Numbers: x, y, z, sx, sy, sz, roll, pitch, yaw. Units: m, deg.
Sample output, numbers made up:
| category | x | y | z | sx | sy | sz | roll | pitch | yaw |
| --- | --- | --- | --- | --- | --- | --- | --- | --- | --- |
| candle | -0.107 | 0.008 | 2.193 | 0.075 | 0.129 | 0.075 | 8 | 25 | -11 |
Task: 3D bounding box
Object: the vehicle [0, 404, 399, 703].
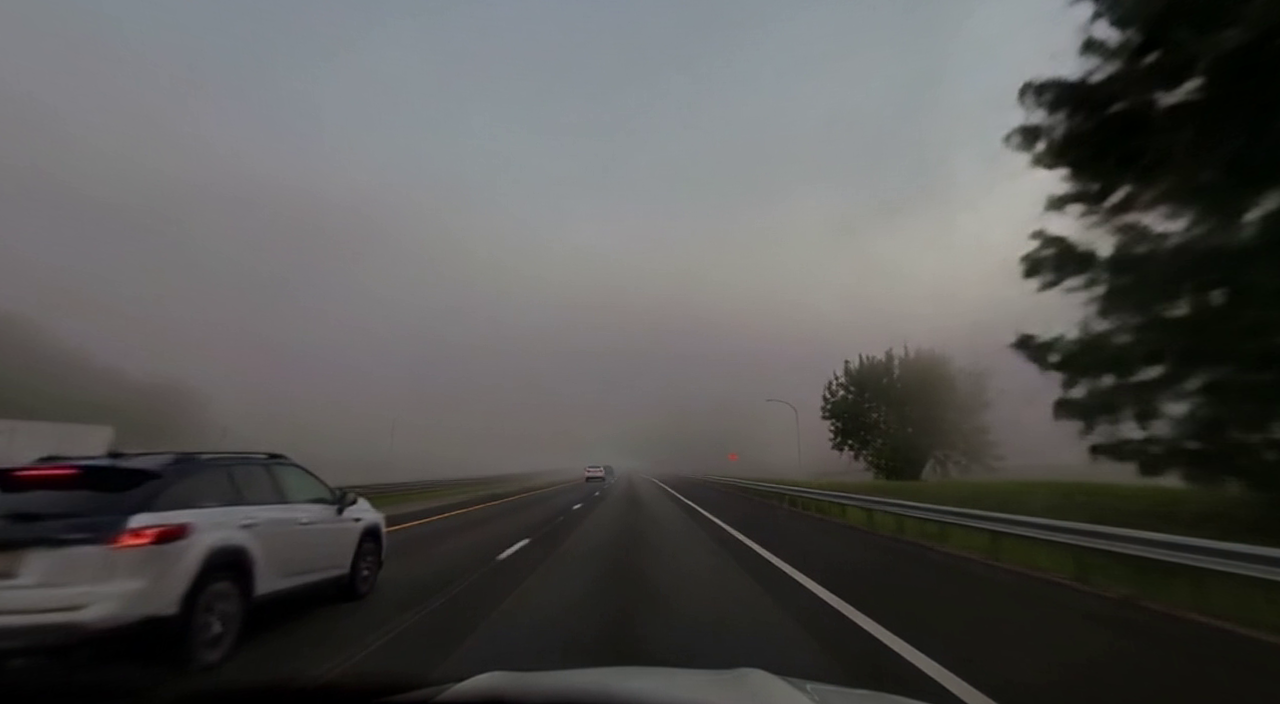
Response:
| category | x | y | z | sx | sy | sz | roll | pitch | yaw |
| --- | --- | --- | --- | --- | --- | --- | --- | --- | --- |
| vehicle | -3.408 | 1.255 | 4.101 | 2.001 | 1.486 | 4.104 | 1 | -10 | 0 |
